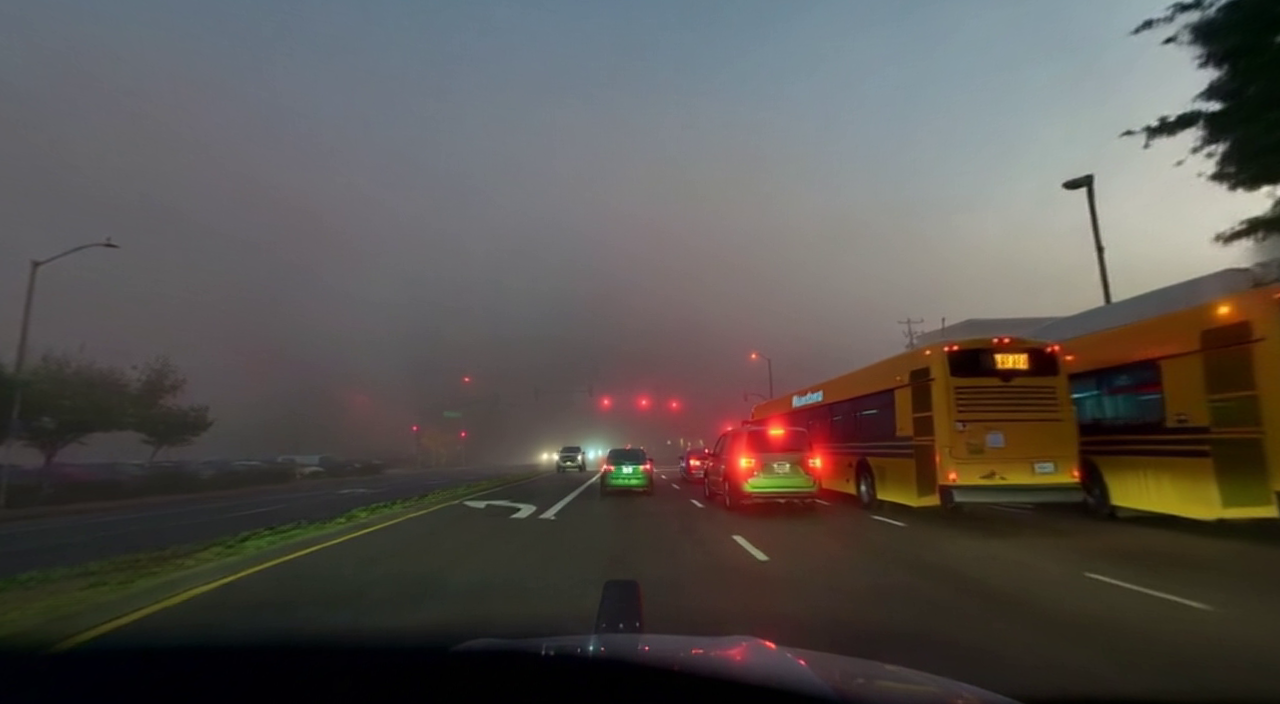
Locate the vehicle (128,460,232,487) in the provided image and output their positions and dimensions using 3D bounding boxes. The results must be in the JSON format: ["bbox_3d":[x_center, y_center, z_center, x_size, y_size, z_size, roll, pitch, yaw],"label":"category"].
[{"bbox_3d":[-28.445,7.517,39.276,4.881,1.458,1.914,4,-10,-27],"label":"vehicle"}]

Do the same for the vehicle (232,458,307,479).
[{"bbox_3d":[-28.083,8.788,47.945,4.800,1.461,1.831,5,-10,-32],"label":"vehicle"}]

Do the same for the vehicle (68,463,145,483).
[{"bbox_3d":[-41.307,9.383,48.948,4.357,1.470,1.808,-1,-9,4],"label":"vehicle"}]

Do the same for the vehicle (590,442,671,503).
[{"bbox_3d":[-0.291,3.376,18.090,2.071,1.525,3.723,0,-9,-1],"label":"vehicle"}]

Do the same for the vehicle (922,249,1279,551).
[{"bbox_3d":[10.190,1.403,13.649,3.181,4.110,10.468,0,-9,-1],"label":"vehicle"}]

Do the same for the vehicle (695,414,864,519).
[{"bbox_3d":[2.891,2.623,14.910,2.490,1.951,5.931,0,-9,-1],"label":"vehicle"}]

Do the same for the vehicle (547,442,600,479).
[{"bbox_3d":[-3.253,5.410,31.684,2.180,1.708,4.397,0,-9,0],"label":"vehicle"}]

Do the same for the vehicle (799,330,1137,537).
[{"bbox_3d":[6.347,1.944,14.611,2.879,3.318,8.881,0,-9,-1],"label":"vehicle"}]
